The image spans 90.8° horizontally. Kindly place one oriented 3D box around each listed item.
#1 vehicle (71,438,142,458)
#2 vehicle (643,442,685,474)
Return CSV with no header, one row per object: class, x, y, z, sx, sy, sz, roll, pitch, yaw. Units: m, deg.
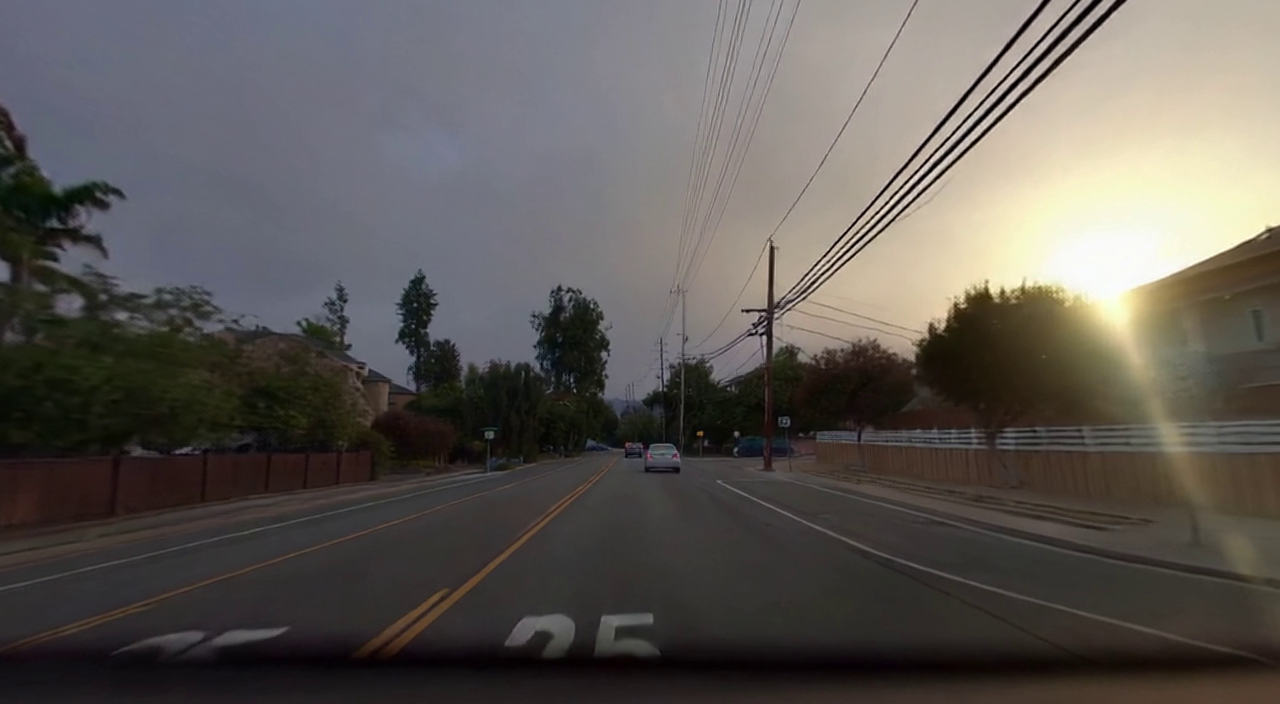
vehicle,-40.352,7.256,47.817,3.825,1.441,1.672,0,-8,1
vehicle,1.126,5.221,31.294,1.975,1.497,3.647,0,-9,0
